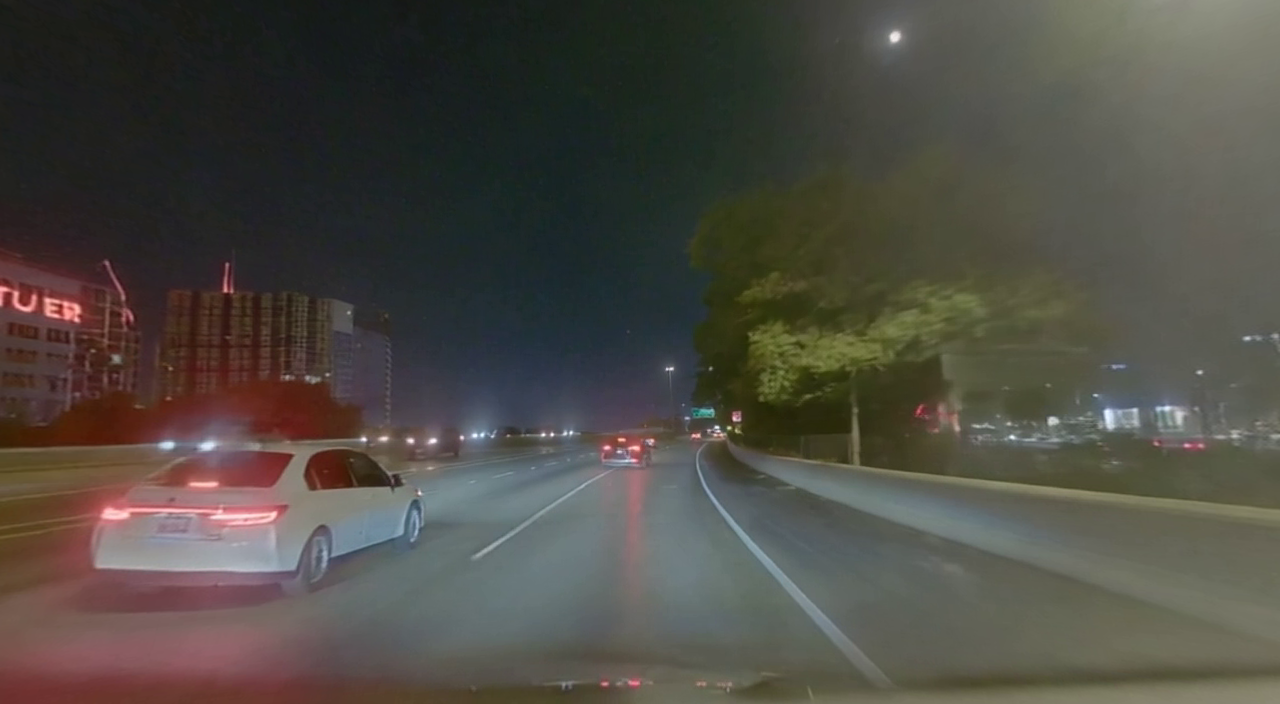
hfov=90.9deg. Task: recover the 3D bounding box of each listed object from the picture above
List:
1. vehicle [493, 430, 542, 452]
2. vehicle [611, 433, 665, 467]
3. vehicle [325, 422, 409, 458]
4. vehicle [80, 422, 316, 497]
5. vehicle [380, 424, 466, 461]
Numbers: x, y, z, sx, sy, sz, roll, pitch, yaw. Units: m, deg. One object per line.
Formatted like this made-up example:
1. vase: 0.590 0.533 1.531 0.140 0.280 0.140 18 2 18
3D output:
1. vehicle: -8.453 6.227 43.980 2.020 1.470 4.639 -1 -8 7
2. vehicle: -0.019 4.680 30.231 2.035 1.460 4.497 -1 -8 7
3. vehicle: -13.712 4.502 31.994 1.992 1.659 4.562 -1 -8 4
4. vehicle: -10.176 2.519 15.119 2.097 1.484 4.621 -1 -8 4
5. vehicle: -9.690 4.120 28.636 1.943 1.536 4.656 -1 -8 5
